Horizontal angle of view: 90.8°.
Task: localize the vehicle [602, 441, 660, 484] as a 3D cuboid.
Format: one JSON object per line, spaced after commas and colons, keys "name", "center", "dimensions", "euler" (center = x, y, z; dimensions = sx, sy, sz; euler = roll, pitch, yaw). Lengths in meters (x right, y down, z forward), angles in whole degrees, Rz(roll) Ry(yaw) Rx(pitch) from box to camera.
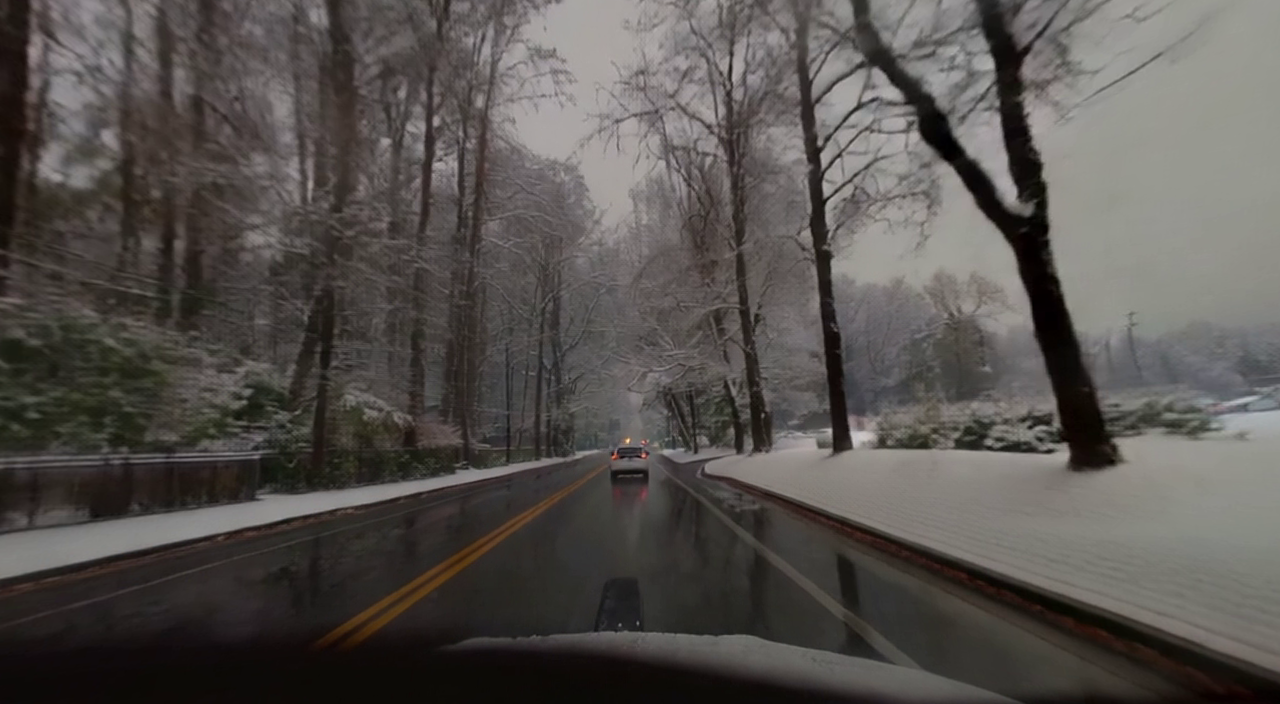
{"name": "vehicle", "center": [-0.358, 4.462, 25.807], "dimensions": [2.152, 1.574, 4.223], "euler": [-1, -8, -1]}
